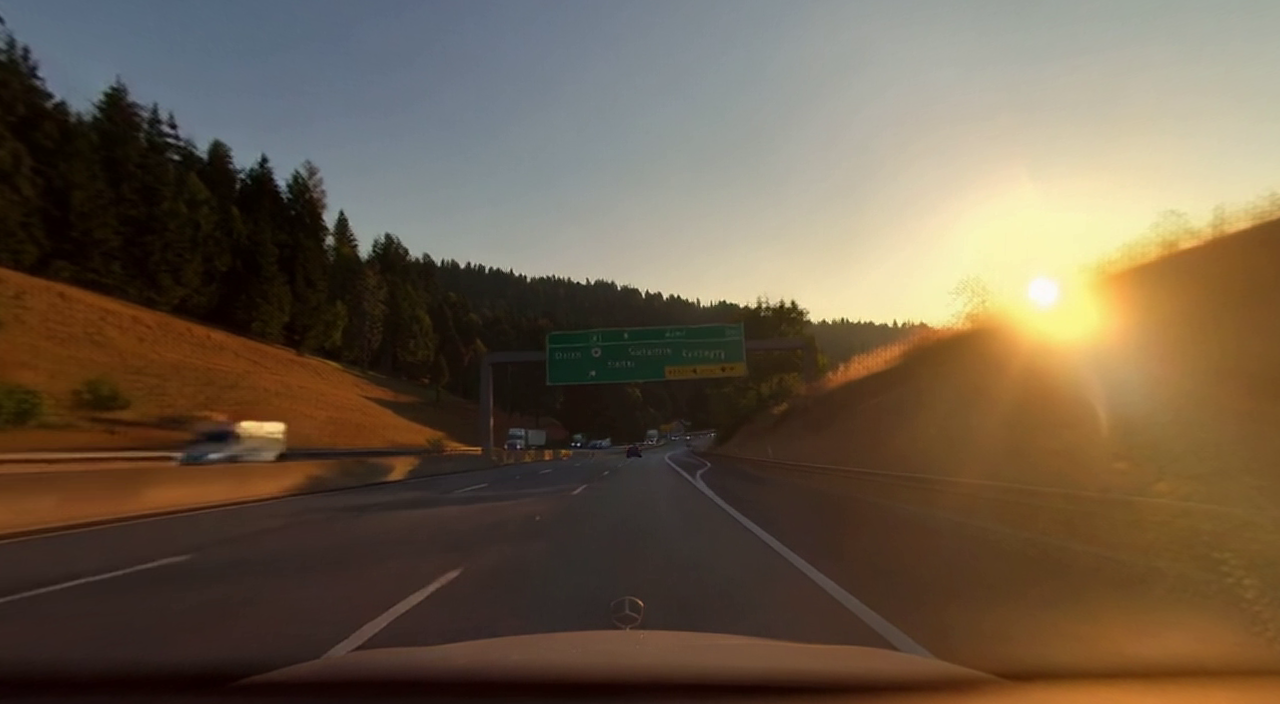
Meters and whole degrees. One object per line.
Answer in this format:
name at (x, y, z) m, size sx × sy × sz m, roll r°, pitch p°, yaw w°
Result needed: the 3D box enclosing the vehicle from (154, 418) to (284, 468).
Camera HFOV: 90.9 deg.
vehicle at (-19.334, 4.271, 29.368) m, size 2.257 × 2.085 × 5.396 m, roll 0°, pitch -9°, yaw 1°
